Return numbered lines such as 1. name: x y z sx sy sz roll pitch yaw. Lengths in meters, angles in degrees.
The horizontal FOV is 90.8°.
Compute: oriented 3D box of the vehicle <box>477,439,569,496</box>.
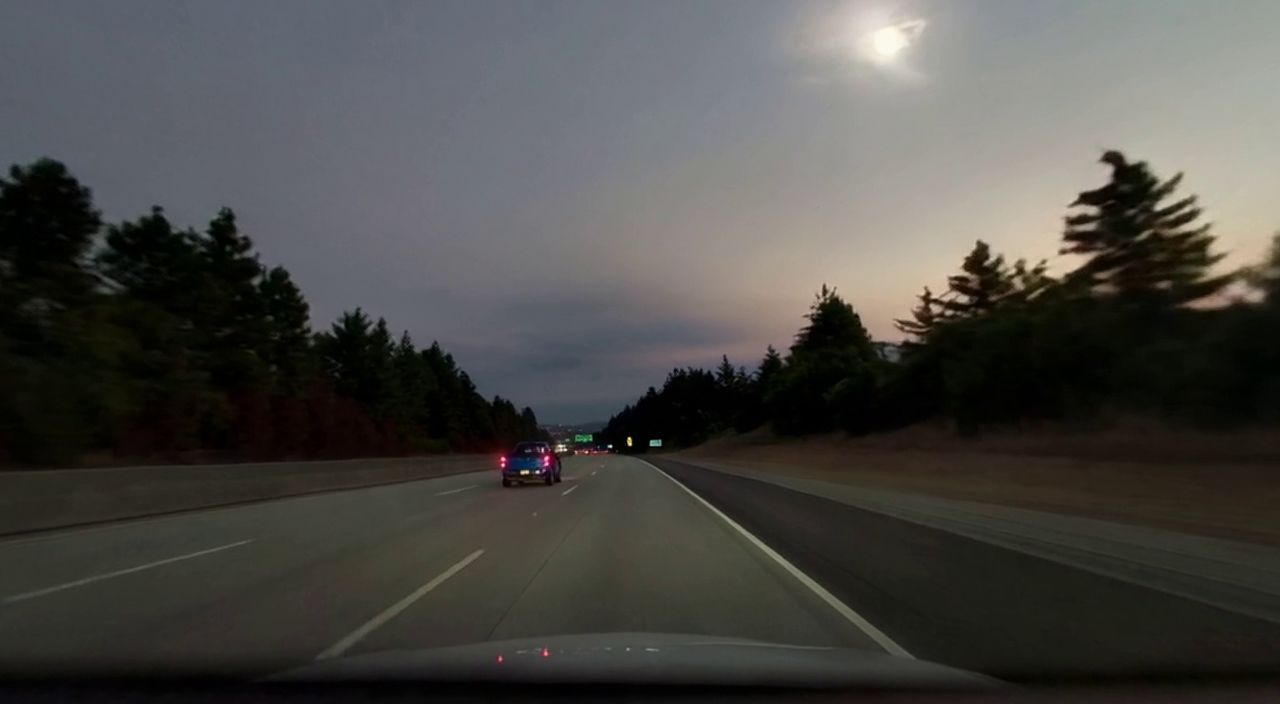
1. vehicle: -3.831 3.877 21.569 2.279 1.683 4.726 0 -9 -1
